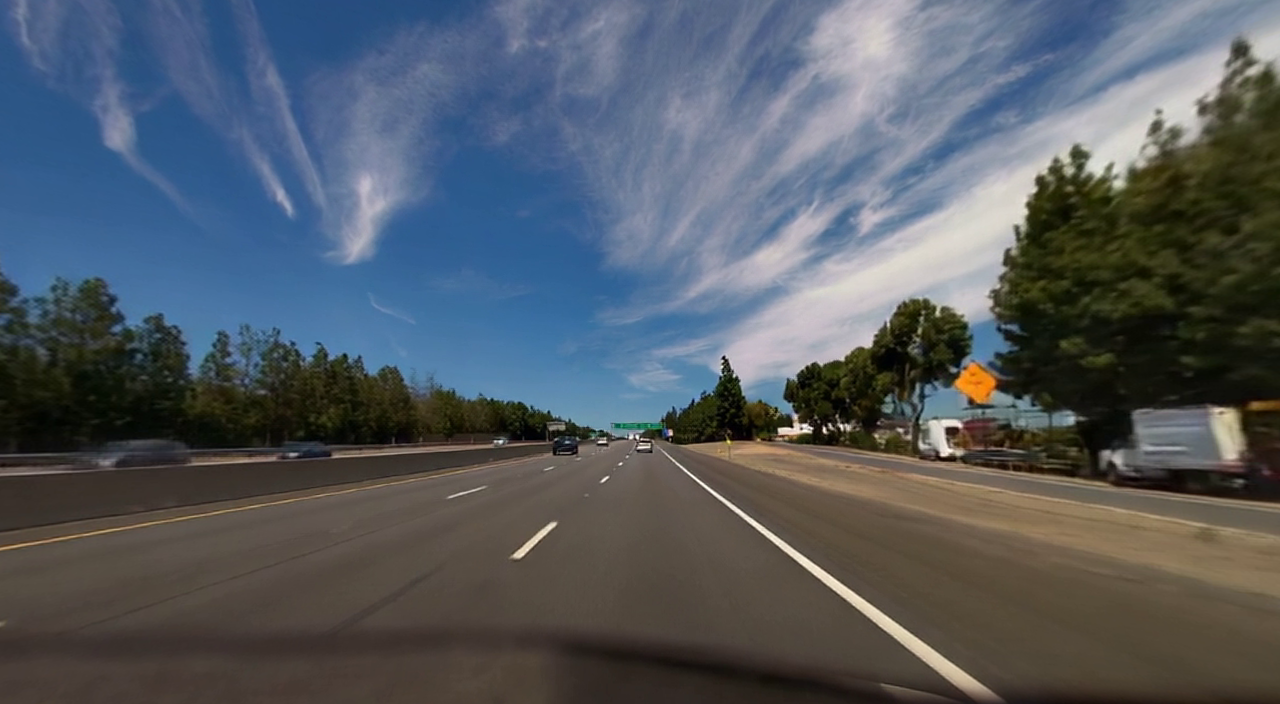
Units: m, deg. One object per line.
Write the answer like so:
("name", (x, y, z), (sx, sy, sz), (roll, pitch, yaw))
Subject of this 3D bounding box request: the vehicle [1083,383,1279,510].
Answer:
("vehicle", (18.741, 3.058, 20.490), (3.098, 3.410, 7.172), (0, -8, -3))

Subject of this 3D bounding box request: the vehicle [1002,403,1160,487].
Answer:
("vehicle", (19.232, 4.004, 28.038), (2.420, 3.217, 5.881), (-2, -6, -2))

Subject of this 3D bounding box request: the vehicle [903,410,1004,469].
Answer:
("vehicle", (19.026, 5.390, 38.725), (3.411, 3.351, 5.369), (0, -8, 1))
